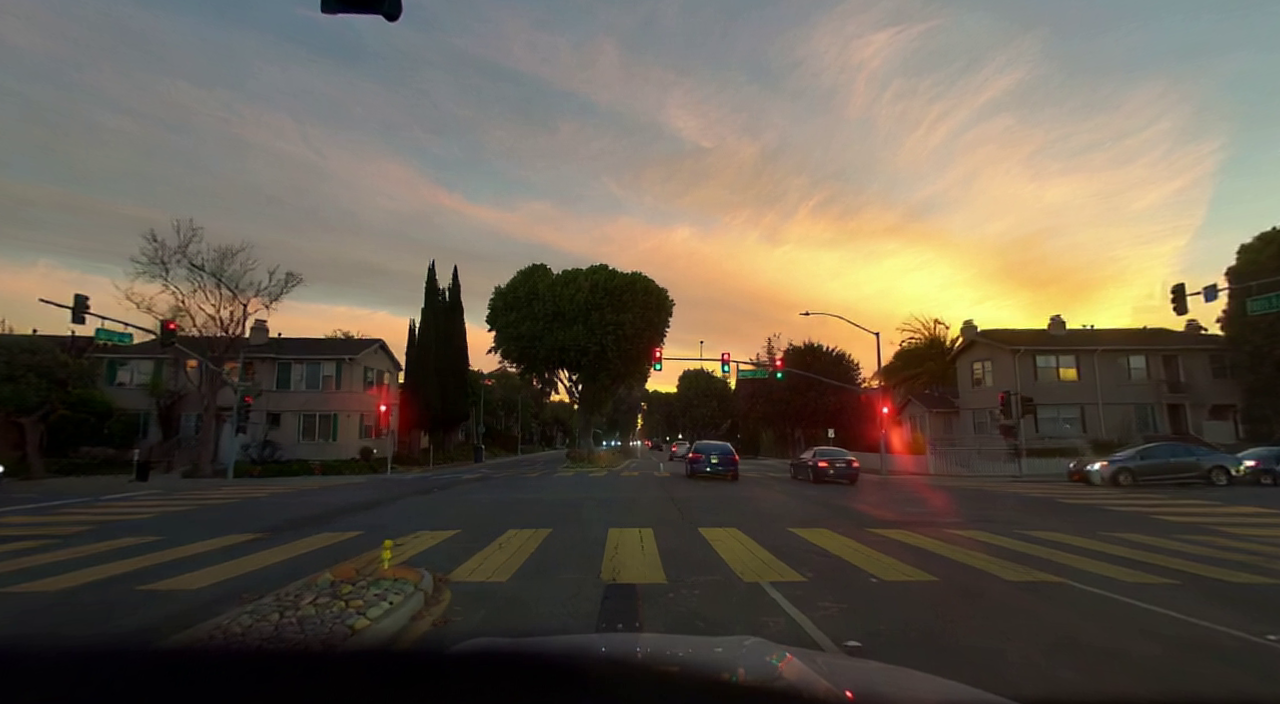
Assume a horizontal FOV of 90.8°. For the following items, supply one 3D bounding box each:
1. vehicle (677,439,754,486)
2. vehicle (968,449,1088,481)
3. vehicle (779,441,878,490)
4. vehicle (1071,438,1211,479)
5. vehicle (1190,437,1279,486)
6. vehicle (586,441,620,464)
[{"bbox_3d":[2.536,3.851,22.404,2.079,1.473,4.748,0,-9,-1],"label":"vehicle"},{"bbox_3d":[19.714,5.750,32.243,4.874,1.544,1.779,0,-9,1],"label":"vehicle"},{"bbox_3d":[6.269,3.807,21.579,1.908,1.450,4.564,0,-9,-1],"label":"vehicle"},{"bbox_3d":[23.479,4.987,29.758,4.807,1.835,2.033,0,-9,-1],"label":"vehicle"},{"bbox_3d":[23.613,4.039,23.479,4.417,1.725,1.969,0,-9,-1],"label":"vehicle"},{"bbox_3d":[-2.423,6.711,42.285,2.045,1.484,3.991,0,-9,0],"label":"vehicle"}]
